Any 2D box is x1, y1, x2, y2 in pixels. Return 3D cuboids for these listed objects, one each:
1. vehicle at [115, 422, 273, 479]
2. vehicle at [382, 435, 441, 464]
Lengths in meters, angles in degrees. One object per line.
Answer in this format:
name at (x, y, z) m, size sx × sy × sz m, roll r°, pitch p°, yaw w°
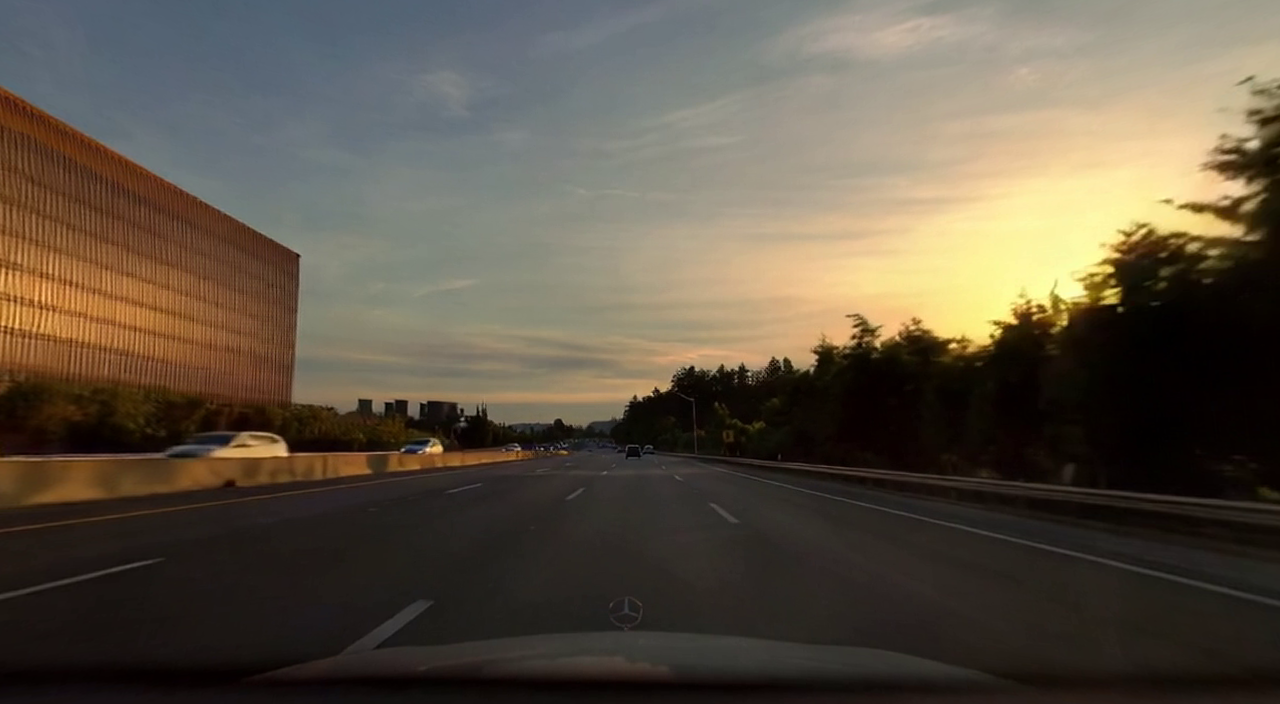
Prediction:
vehicle at (-14.339, 3.232, 20.663) m, size 1.922 × 1.655 × 4.410 m, roll 0°, pitch -9°, yaw 0°
vehicle at (-15.081, 6.494, 41.906) m, size 1.979 × 1.744 × 5.006 m, roll 0°, pitch -9°, yaw 0°
